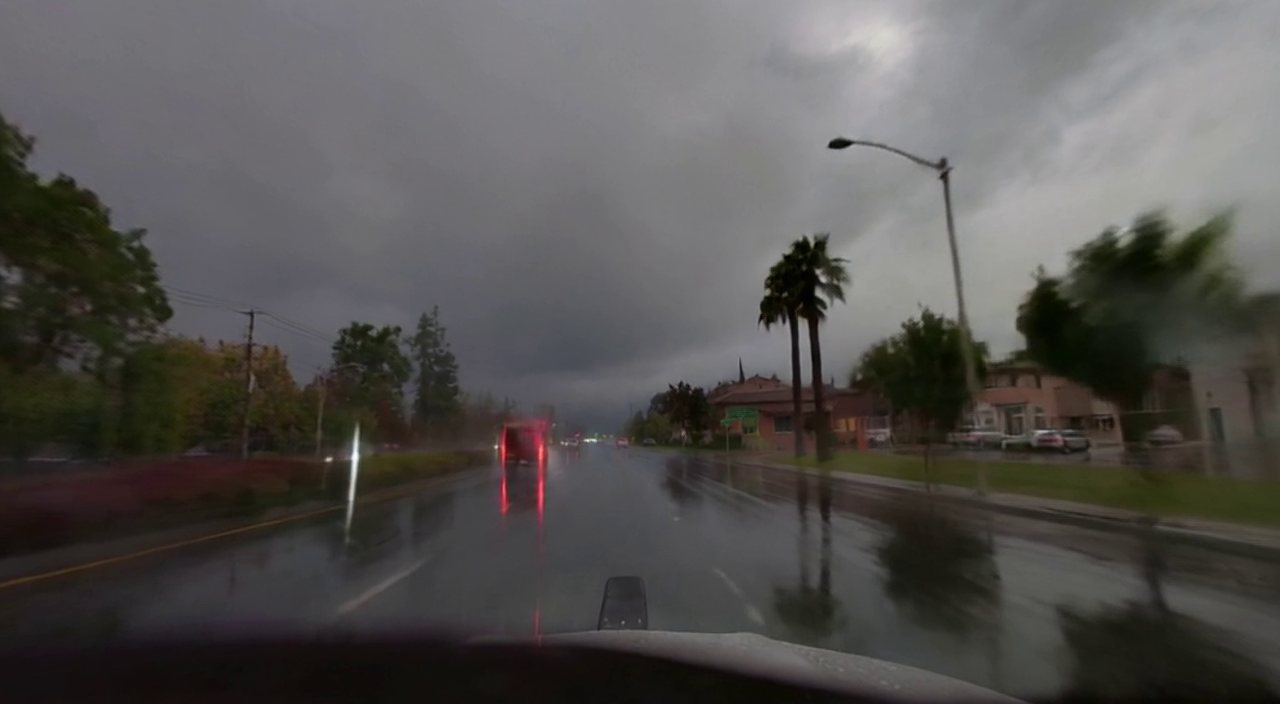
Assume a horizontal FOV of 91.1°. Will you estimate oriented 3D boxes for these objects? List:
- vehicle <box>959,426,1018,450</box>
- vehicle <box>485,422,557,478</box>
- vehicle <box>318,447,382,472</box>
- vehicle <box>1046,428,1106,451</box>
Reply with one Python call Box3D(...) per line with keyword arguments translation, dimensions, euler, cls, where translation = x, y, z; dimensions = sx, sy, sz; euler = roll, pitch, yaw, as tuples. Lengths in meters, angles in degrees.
Box3D(translation=(26.418, 6.531, 47.521), dimensions=(4.520, 1.746, 2.295), euler=(7, -11, -40), cls="vehicle")
Box3D(translation=(-5.111, 4.342, 27.921), dimensions=(2.507, 2.161, 6.049), euler=(1, -9, -5), cls="vehicle")
Box3D(translation=(-18.064, 6.705, 39.342), dimensions=(2.030, 1.459, 4.695), euler=(1, -9, -4), cls="vehicle")
Box3D(translation=(29.977, 6.015, 43.137), dimensions=(4.384, 1.501, 2.020), euler=(7, -11, -37), cls="vehicle")
